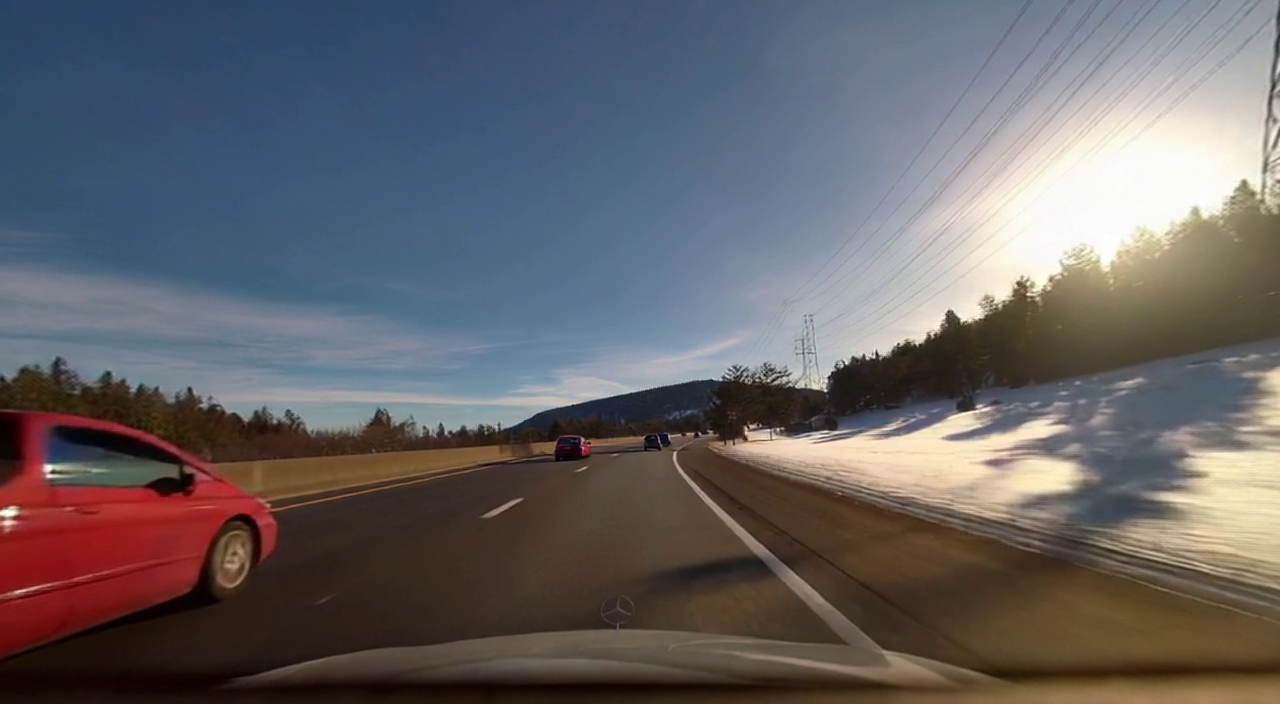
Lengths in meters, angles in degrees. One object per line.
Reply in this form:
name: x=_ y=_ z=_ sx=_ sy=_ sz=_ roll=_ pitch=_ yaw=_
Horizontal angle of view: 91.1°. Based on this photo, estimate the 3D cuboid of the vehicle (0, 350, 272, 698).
vehicle: x=-4.193 y=0.856 z=3.165 sx=2.072 sy=1.706 sz=4.260 roll=0 pitch=-8 yaw=0

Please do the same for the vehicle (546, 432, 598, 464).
vehicle: x=-3.392 y=4.852 z=32.119 sx=2.030 sy=1.522 sz=4.250 roll=0 pitch=-8 yaw=2

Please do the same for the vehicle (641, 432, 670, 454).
vehicle: x=1.224 y=6.851 z=47.519 sx=2.077 sy=1.523 sz=4.206 roll=0 pitch=-8 yaw=3
